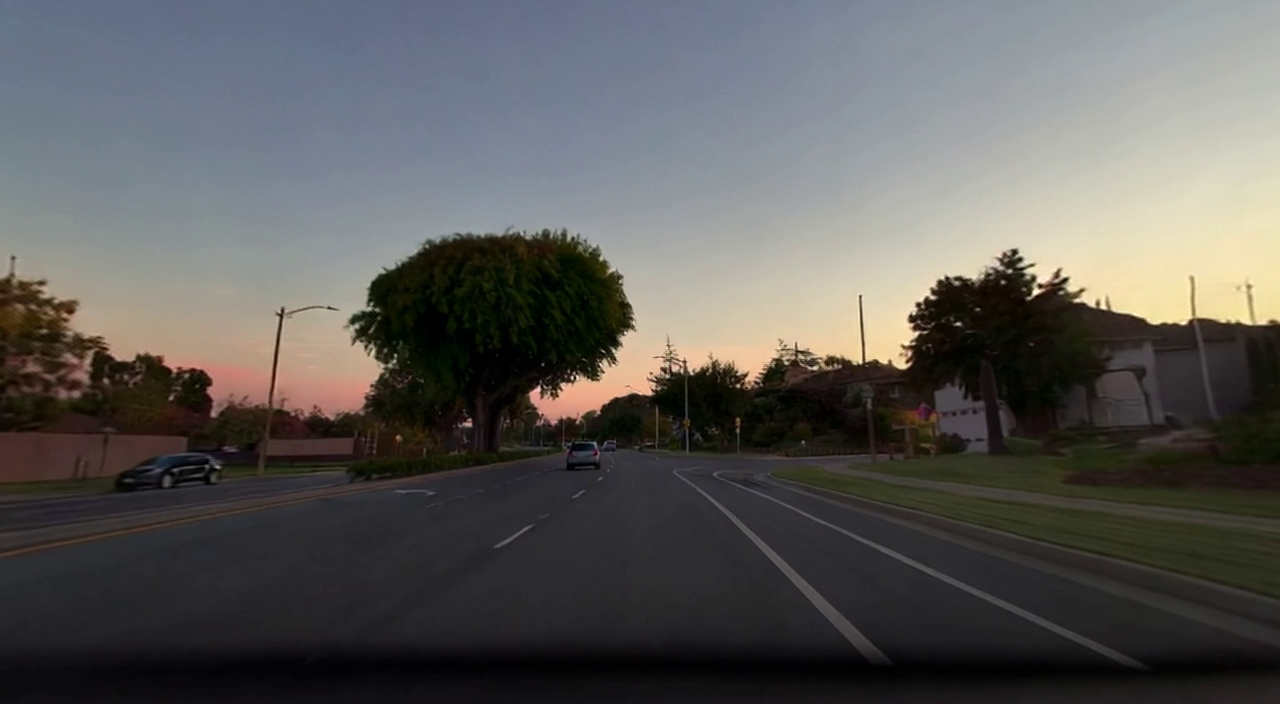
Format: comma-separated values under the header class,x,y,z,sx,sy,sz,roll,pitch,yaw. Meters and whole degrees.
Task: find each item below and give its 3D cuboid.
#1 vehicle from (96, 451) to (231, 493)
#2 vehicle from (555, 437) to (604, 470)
class,x,y,z,sx,sy,sz,roll,pitch,yaw
vehicle,-18.589,4.667,24.902,1.980,1.423,4.465,0,-8,-3
vehicle,-2.995,5.154,32.201,2.075,1.498,4.730,-1,-8,-1
